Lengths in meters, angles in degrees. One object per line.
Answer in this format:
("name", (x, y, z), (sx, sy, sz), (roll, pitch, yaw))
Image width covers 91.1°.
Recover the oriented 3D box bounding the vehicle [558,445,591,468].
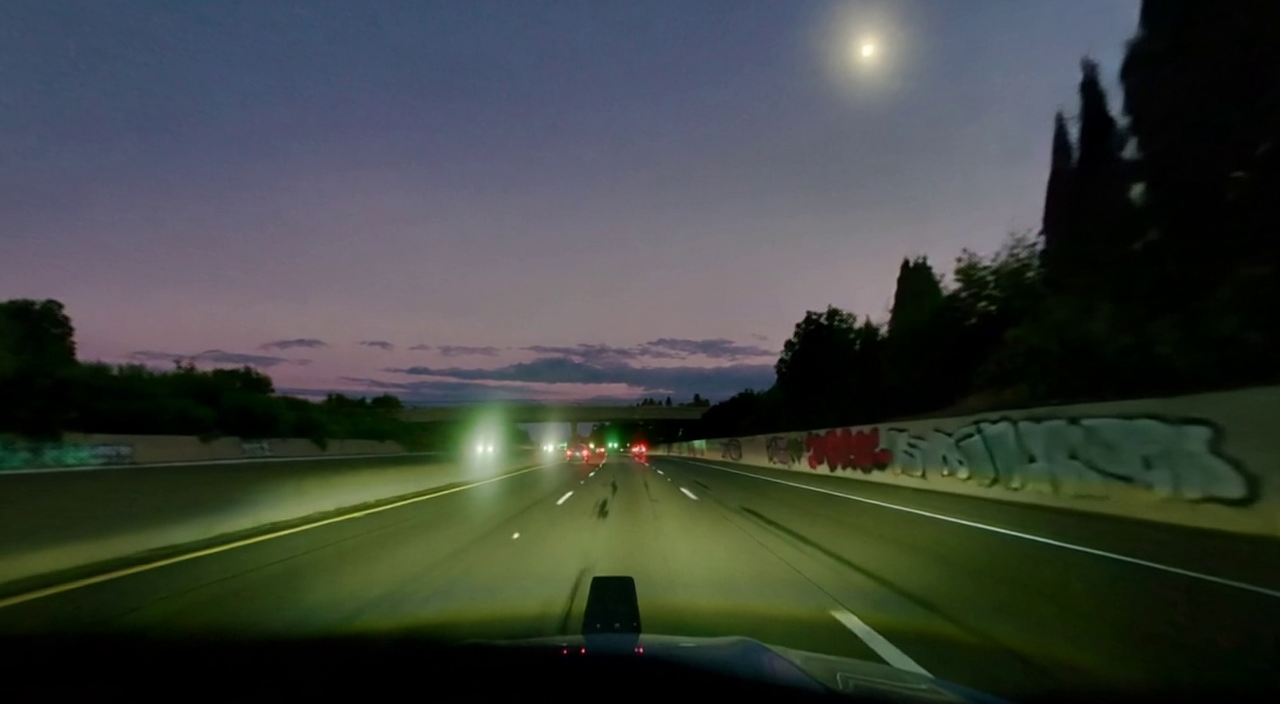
("vehicle", (-4.342, 6.974, 42.192), (1.871, 1.459, 3.771), (0, -9, -1))
